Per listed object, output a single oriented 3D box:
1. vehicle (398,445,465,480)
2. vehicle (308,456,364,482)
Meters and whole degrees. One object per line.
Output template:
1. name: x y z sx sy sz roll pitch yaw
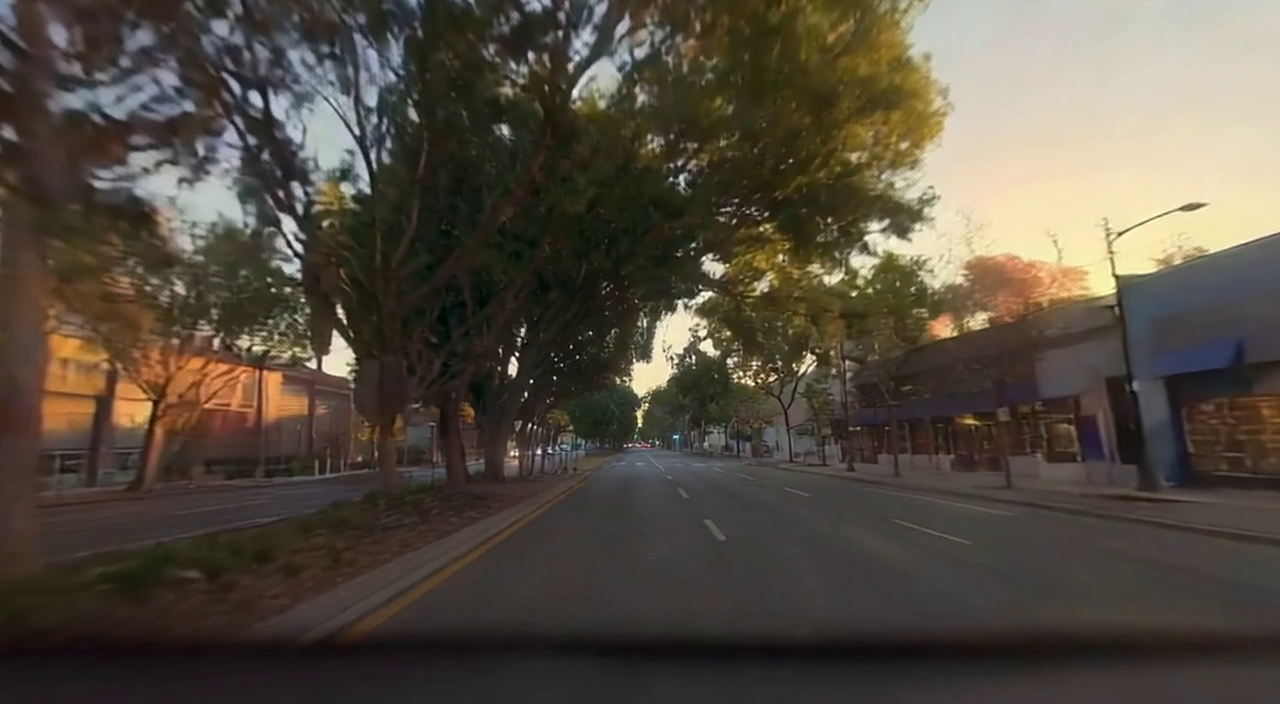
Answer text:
1. vehicle: -12.477 6.631 38.266 2.139 1.931 5.419 0 -8 1
2. vehicle: -19.803 7.623 41.302 1.855 1.498 3.587 0 -8 1
